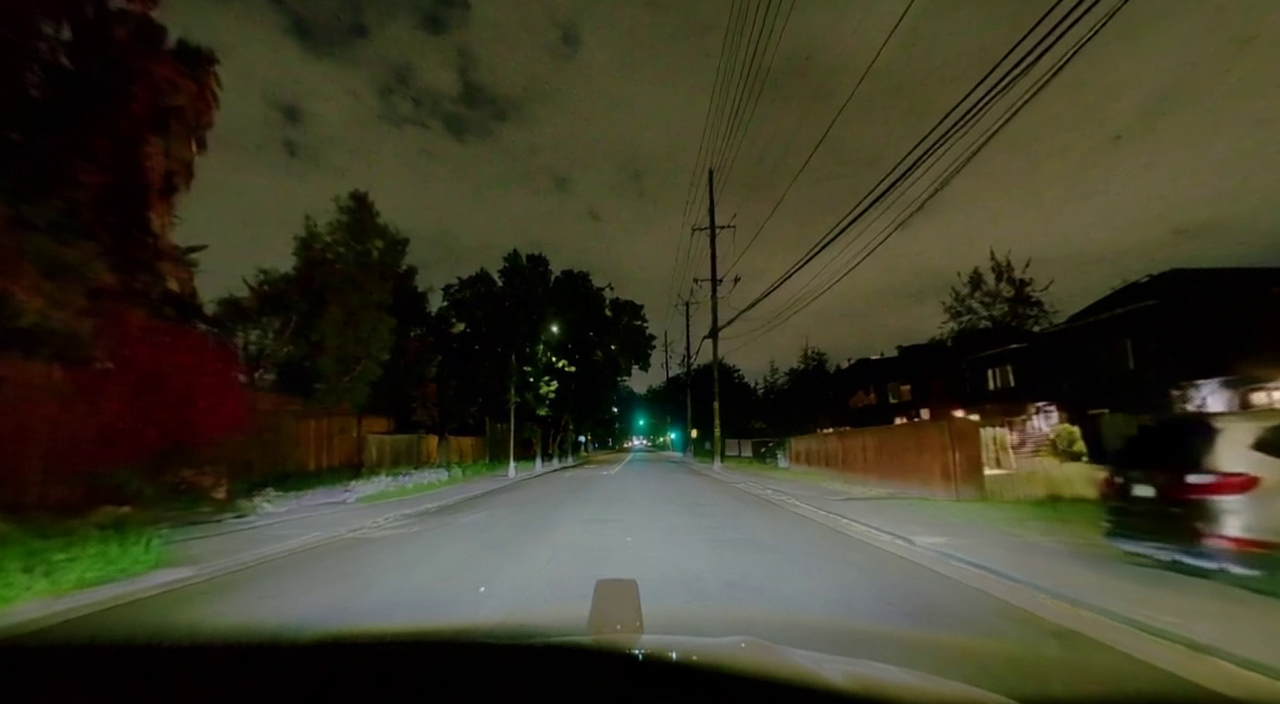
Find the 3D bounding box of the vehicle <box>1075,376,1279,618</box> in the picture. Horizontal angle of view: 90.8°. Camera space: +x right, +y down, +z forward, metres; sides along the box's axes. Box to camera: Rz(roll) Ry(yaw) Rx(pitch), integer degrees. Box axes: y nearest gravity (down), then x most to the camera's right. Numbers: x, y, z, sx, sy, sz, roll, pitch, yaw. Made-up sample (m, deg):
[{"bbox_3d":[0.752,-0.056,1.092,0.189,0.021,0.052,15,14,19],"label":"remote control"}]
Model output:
[{"bbox_3d":[7.235,1.243,5.833,4.806,1.851,2.050,0,-9,3],"label":"vehicle"}]
